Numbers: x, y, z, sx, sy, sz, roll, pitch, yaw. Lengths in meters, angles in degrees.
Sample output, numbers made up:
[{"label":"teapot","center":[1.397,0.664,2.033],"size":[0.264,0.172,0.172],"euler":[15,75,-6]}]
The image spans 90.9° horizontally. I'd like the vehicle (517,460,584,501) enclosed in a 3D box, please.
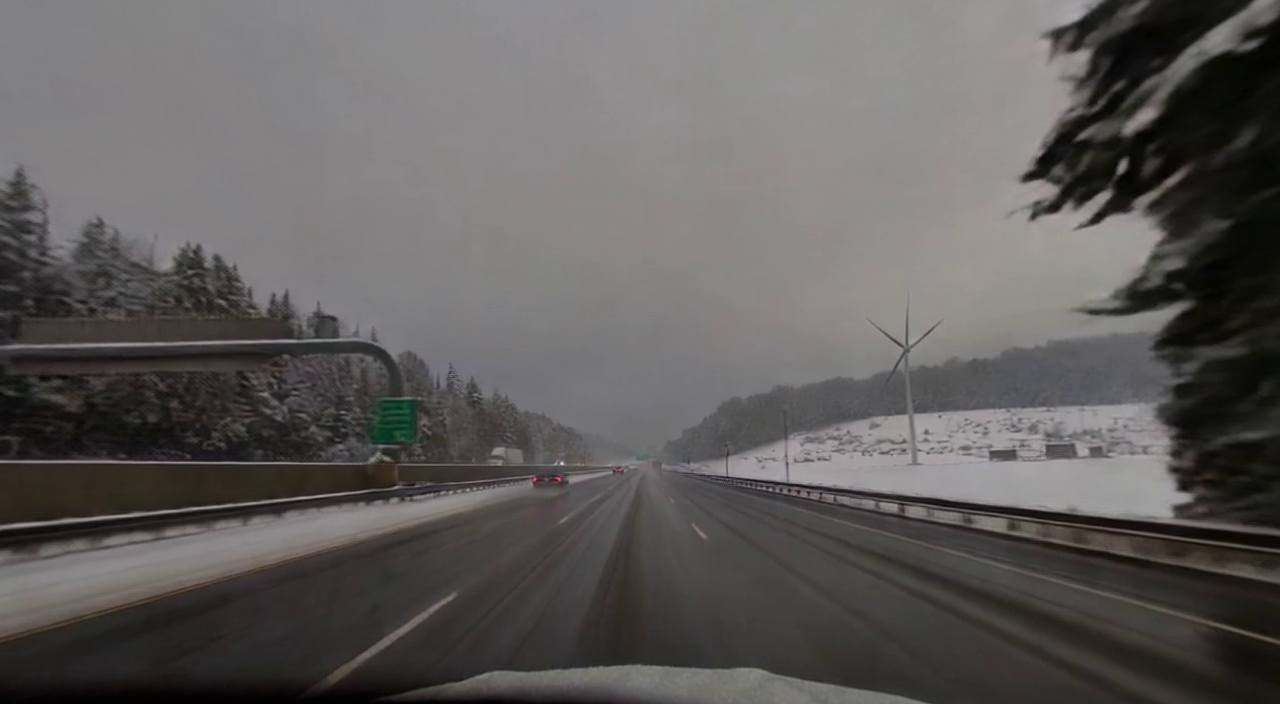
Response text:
[{"label":"vehicle","center":[-3.568,5.270,26.076],"size":[2.039,1.505,4.843],"euler":[1,-10,0]}]
